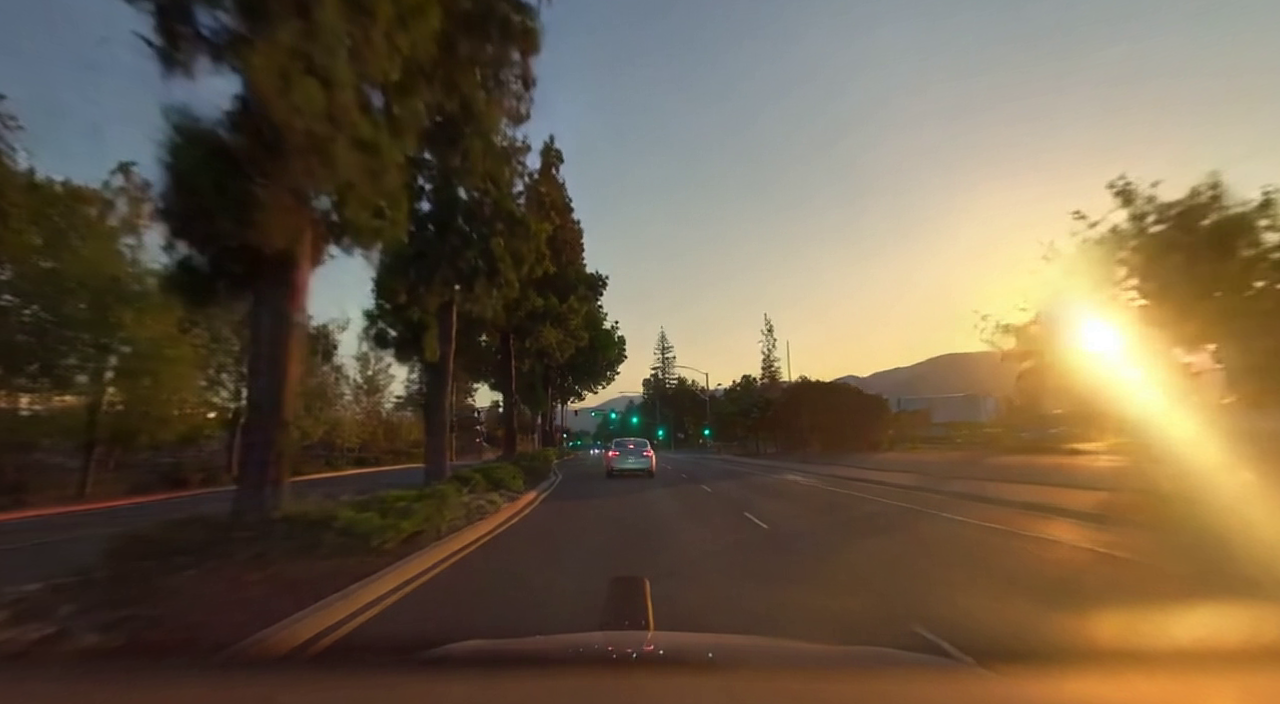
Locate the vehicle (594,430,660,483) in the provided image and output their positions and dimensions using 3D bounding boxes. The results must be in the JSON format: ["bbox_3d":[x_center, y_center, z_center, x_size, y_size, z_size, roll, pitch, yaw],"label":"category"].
[{"bbox_3d":[-0.464,3.768,22.921,2.192,1.734,4.176,0,-8,-1],"label":"vehicle"}]
